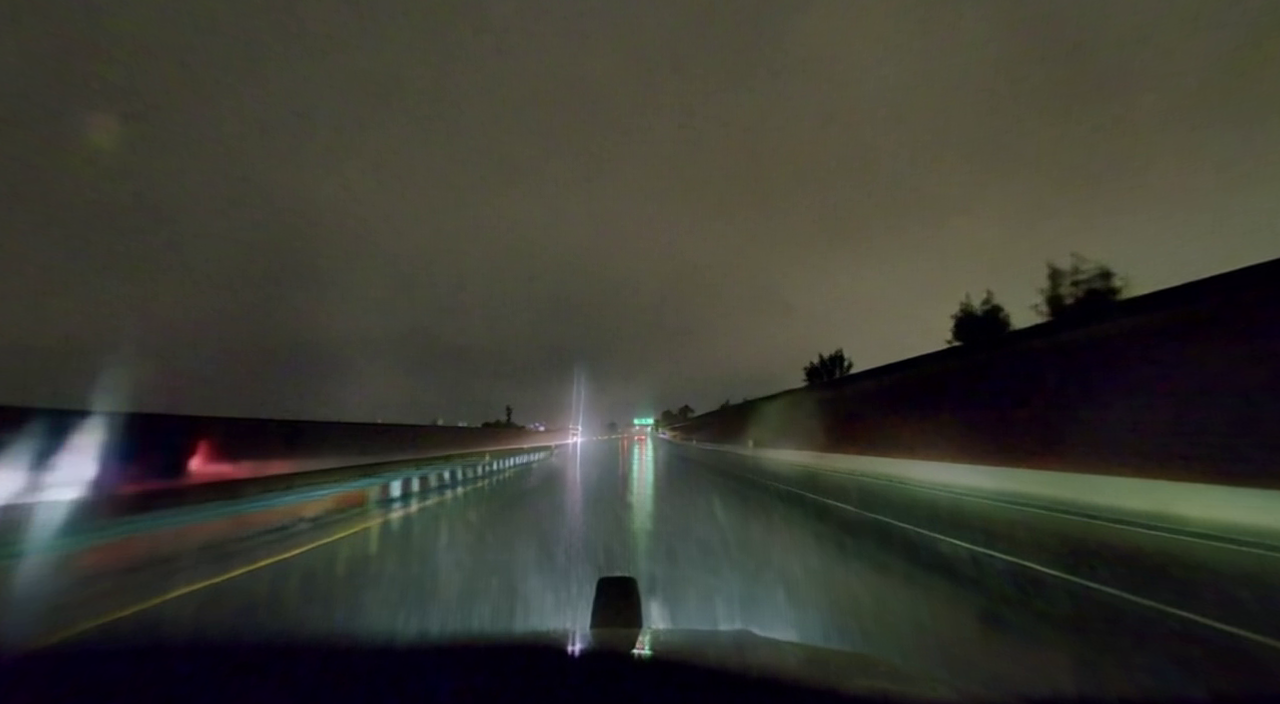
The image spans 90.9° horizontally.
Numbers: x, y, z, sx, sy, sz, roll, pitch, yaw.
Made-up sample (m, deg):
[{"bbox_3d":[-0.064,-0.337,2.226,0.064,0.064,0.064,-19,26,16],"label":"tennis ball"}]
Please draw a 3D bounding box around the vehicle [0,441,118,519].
[{"bbox_3d":[-14.400,2.793,13.885,2.023,1.584,4.514,0,-8,-2],"label":"vehicle"}]
